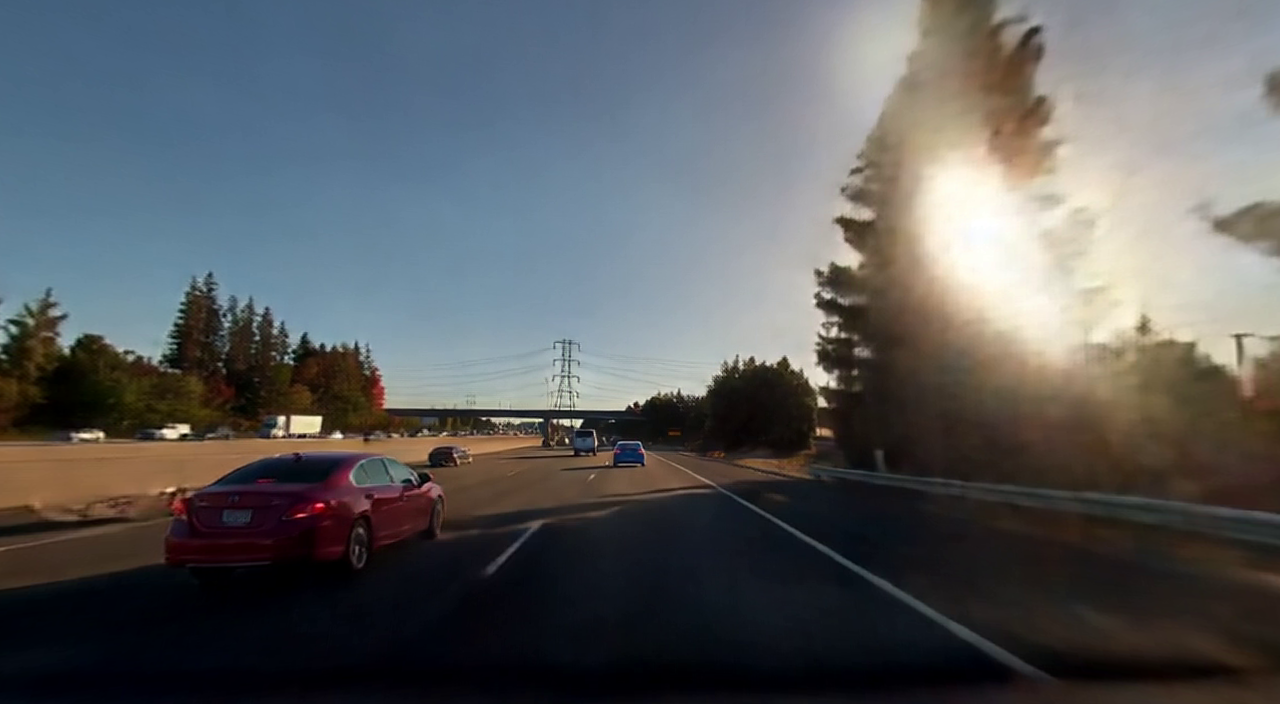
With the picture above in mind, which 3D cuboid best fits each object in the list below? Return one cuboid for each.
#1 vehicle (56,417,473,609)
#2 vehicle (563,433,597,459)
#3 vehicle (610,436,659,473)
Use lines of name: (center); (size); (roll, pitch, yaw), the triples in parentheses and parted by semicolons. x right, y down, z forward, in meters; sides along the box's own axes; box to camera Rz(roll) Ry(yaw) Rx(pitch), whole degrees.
vehicle: (-3.612, 1.615, 7.358); (2.035, 1.514, 4.600); (0, -8, 0)
vehicle: (-4.355, 6.931, 46.307); (2.174, 1.806, 3.932); (0, -8, -1)
vehicle: (-0.274, 4.390, 27.038); (1.954, 1.460, 3.983); (0, -8, -1)
